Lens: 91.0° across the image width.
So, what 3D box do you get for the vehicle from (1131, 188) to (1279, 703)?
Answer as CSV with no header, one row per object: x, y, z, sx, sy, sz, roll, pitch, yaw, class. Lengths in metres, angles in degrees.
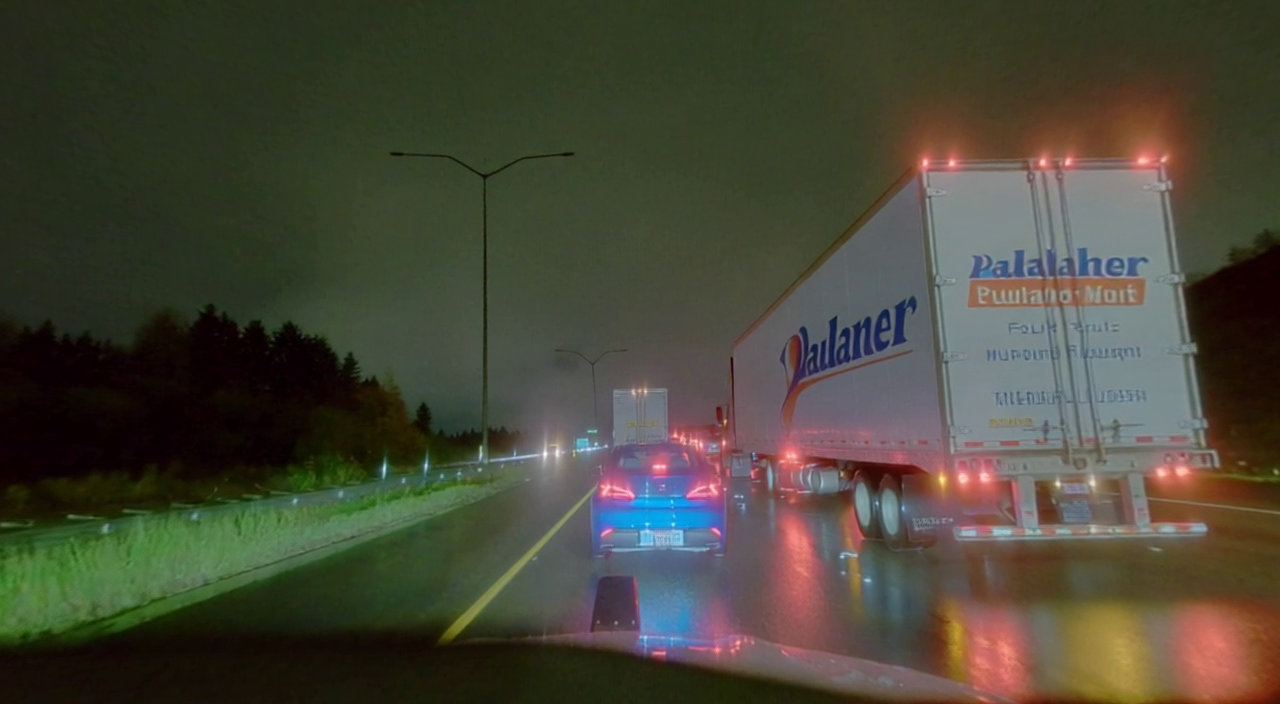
4.733,0.129,0.637,2.892,2.615,6.650,0,-8,-2,vehicle

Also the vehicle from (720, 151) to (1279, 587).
4.195,1.055,12.962,2.827,4.081,14.305,0,-8,-1,vehicle

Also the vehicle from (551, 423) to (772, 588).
0.185,1.687,7.716,2.045,1.490,3.597,-1,-8,0,vehicle
